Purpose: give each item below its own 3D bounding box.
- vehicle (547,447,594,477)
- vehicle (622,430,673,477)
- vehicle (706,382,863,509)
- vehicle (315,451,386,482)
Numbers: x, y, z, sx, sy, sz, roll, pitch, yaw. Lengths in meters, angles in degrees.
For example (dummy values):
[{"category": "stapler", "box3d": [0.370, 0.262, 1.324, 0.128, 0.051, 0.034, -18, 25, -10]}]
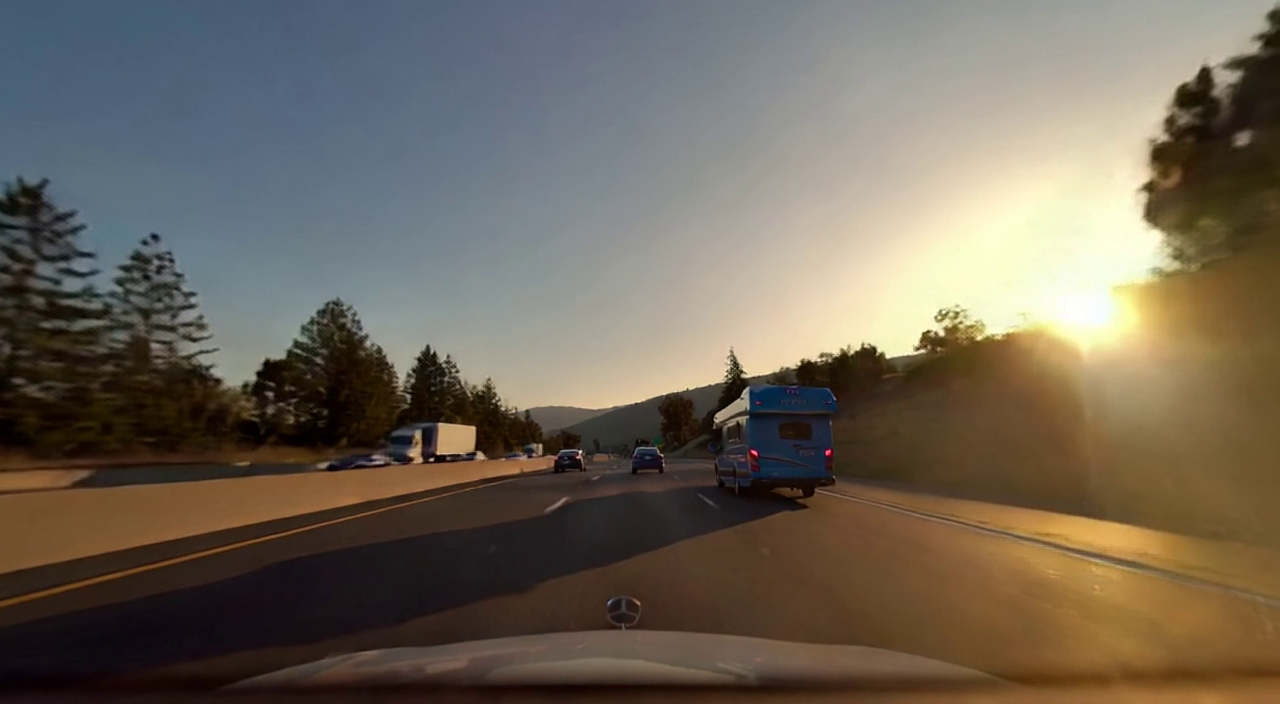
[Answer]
[{"category": "vehicle", "box3d": [-3.675, 5.901, 34.160, 1.959, 1.502, 4.559, 0, -9, 1]}, {"category": "vehicle", "box3d": [0.380, 5.409, 33.807, 2.524, 2.310, 4.986, 0, -9, 0]}, {"category": "vehicle", "box3d": [3.723, 2.711, 18.275, 2.607, 2.910, 7.252, 0, -9, -2]}, {"category": "vehicle", "box3d": [-15.354, 6.078, 33.730, 1.810, 1.482, 4.172, 0, -9, 0]}]
